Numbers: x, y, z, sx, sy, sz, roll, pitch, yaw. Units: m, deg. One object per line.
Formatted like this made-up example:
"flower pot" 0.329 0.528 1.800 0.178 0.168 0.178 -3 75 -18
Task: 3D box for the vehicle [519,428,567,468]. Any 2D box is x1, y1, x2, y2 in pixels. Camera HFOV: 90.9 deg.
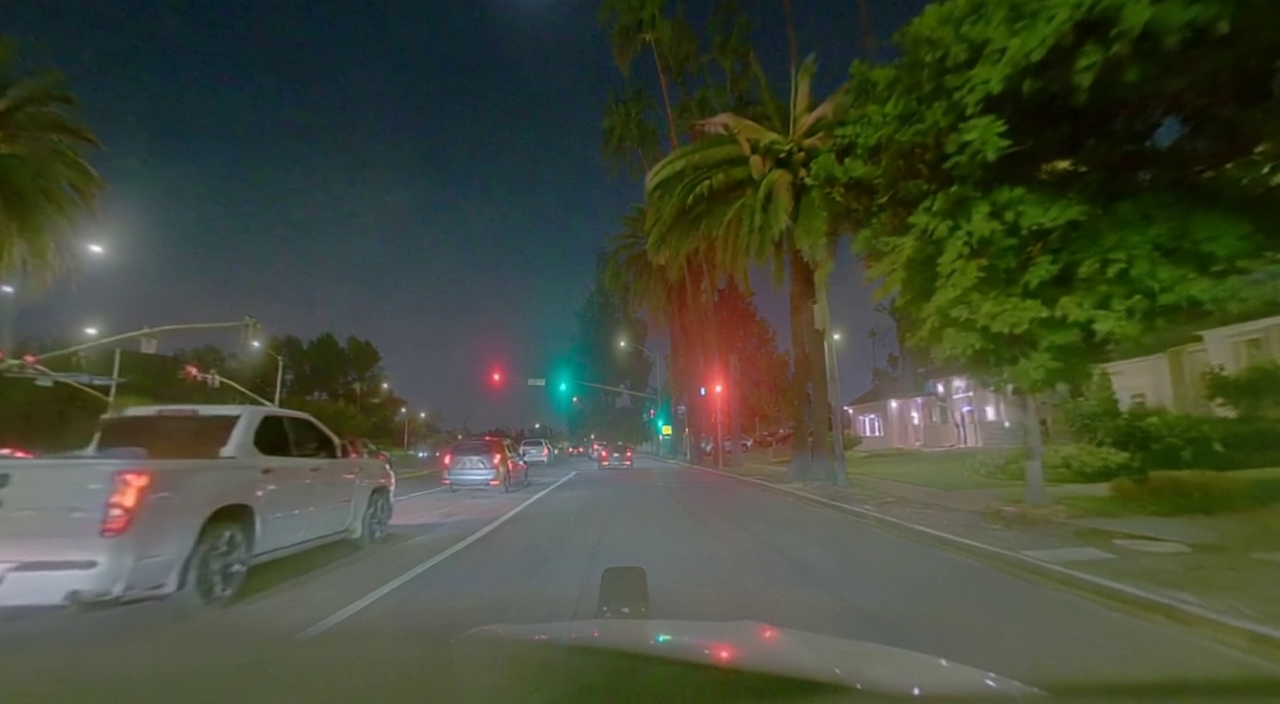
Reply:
"vehicle" -4.916 4.944 32.543 2.032 1.852 4.571 -1 -8 -4

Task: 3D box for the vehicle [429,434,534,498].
"vehicle" -4.009 2.941 16.671 1.709 1.425 4.337 -1 -8 -1

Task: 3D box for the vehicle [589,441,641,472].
"vehicle" -1.216 4.616 28.157 2.131 1.222 3.868 0 -8 -5

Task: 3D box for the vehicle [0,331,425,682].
"vehicle" -3.973 1.175 5.906 2.144 1.877 4.899 -1 -8 1
